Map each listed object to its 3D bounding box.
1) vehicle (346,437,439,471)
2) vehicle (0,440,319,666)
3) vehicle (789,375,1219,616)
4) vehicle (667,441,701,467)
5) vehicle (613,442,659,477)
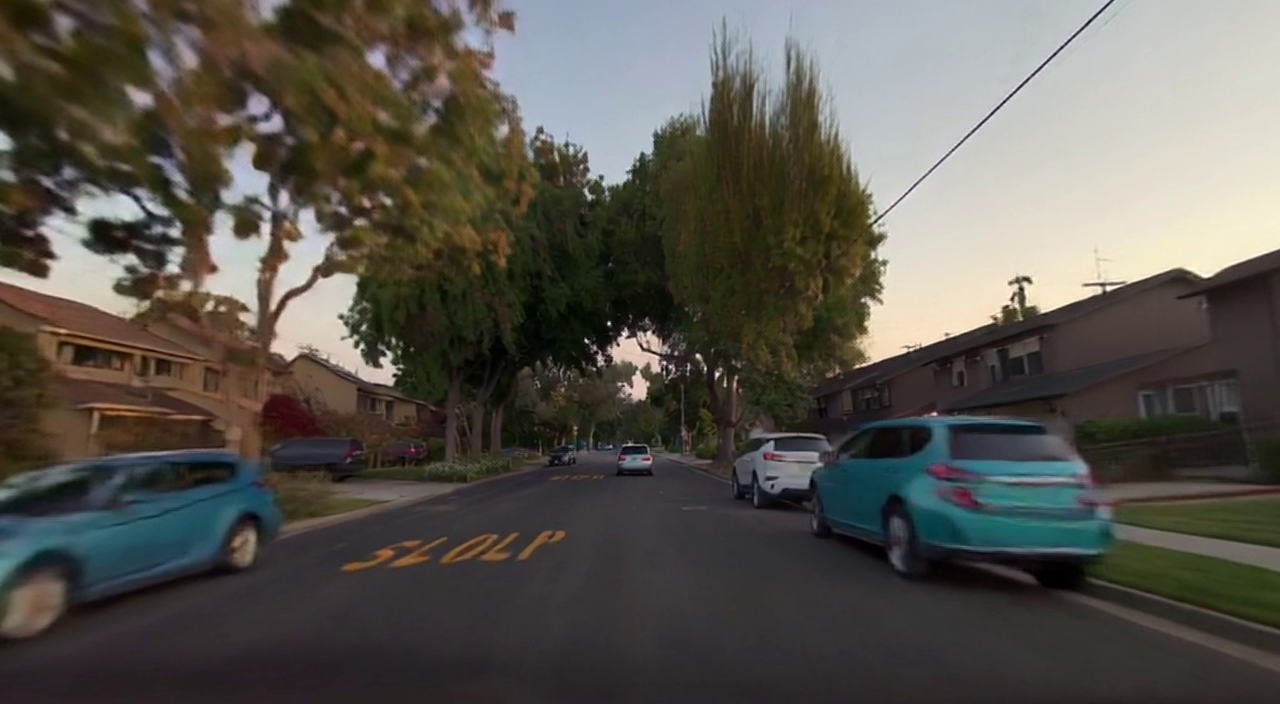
[{"bbox_3d":[-13.524,5.577,34.716,4.253,1.772,1.980,1,-9,-3],"label":"vehicle"},{"bbox_3d":[-5.257,1.638,6.023,1.984,1.498,4.508,-3,-8,1],"label":"vehicle"},{"bbox_3d":[3.576,1.539,7.711,2.221,1.960,4.927,0,-8,-1],"label":"vehicle"},{"bbox_3d":[3.005,7.041,43.826,1.978,1.690,4.306,0,-8,-1],"label":"vehicle"},{"bbox_3d":[-0.193,4.899,29.081,2.000,1.449,4.006,0,-8,-1],"label":"vehicle"}]
